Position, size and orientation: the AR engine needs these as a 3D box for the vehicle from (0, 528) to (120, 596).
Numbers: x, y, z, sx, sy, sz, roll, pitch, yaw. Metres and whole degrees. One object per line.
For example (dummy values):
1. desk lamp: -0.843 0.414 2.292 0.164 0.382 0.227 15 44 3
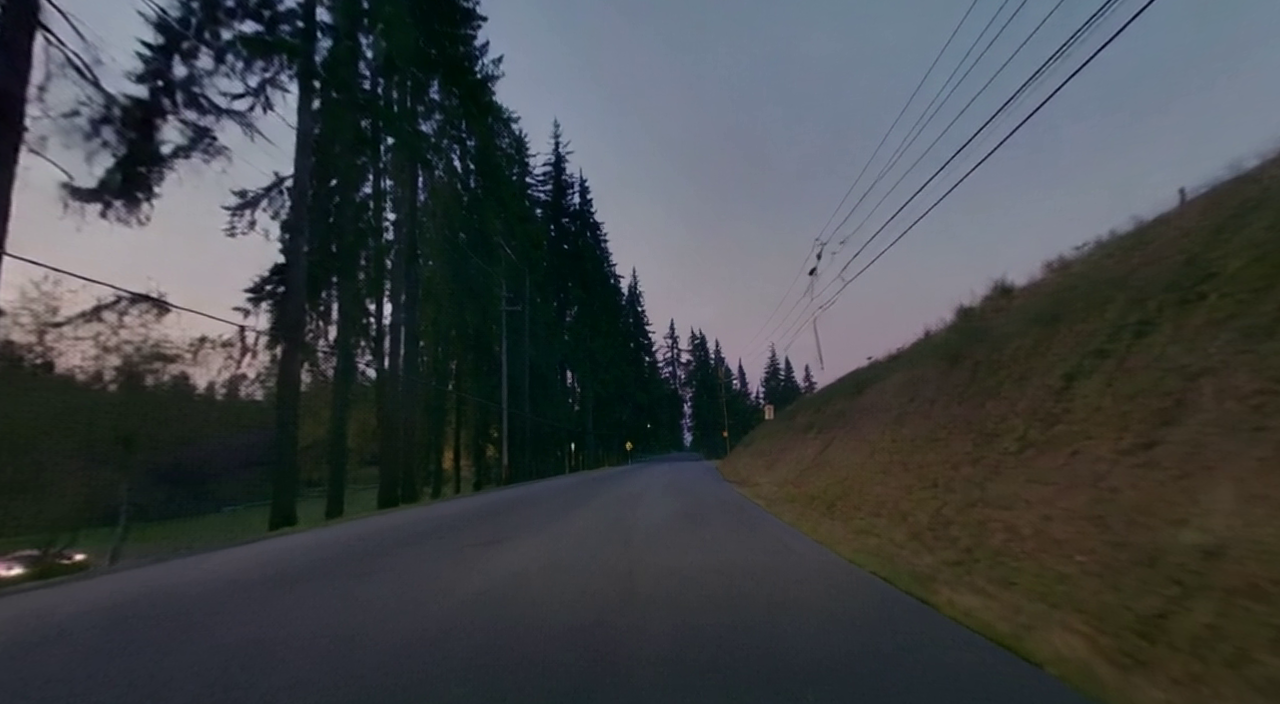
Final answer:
1. vehicle: -18.859 6.349 19.250 4.135 1.569 1.987 1 -8 1
